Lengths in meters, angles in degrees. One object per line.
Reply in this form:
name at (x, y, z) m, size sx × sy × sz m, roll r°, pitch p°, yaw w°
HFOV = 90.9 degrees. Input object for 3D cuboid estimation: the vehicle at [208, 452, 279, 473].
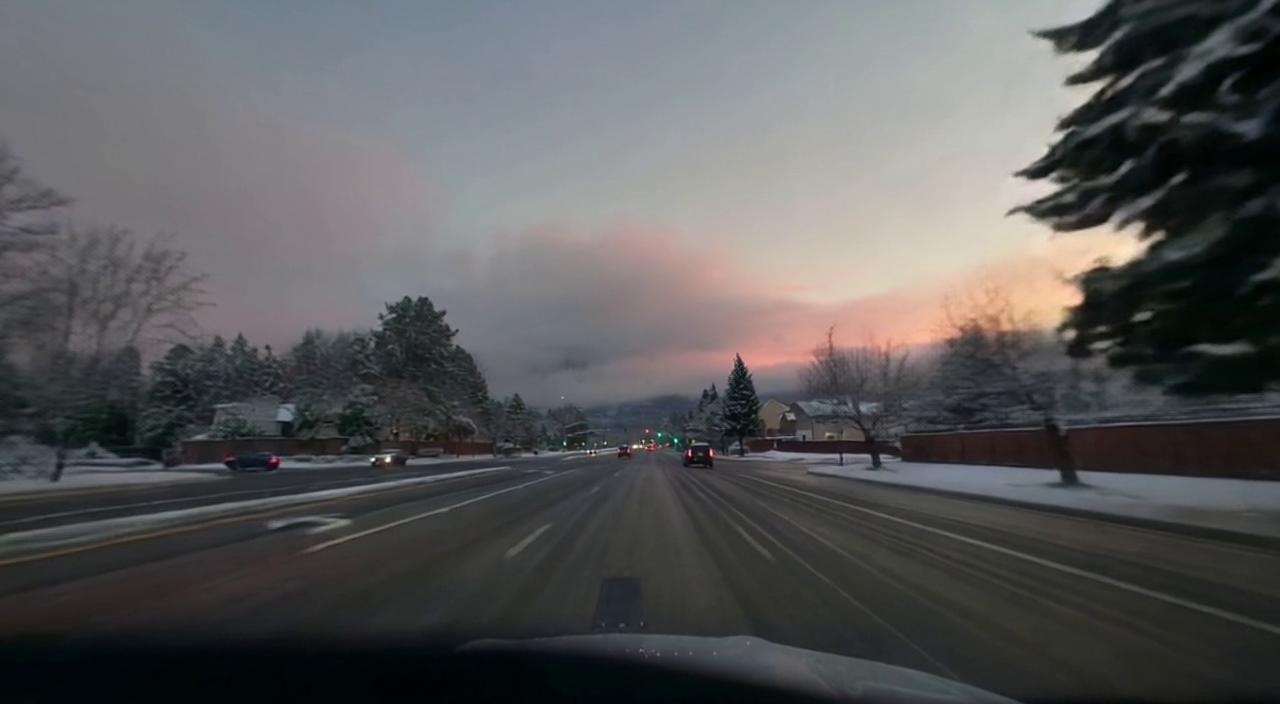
vehicle at (-28.922, 8.029, 45.952) m, size 4.317 × 1.476 × 1.910 m, roll -2°, pitch -9°, yaw 17°

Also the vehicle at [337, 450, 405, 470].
vehicle at (-20.584, 8.284, 48.325) m, size 4.351 × 1.489 × 1.890 m, roll 0°, pitch -8°, yaw 0°

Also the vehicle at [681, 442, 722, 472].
vehicle at (3.861, 6.668, 40.351) m, size 2.114 × 1.780 × 4.445 m, roll 0°, pitch -8°, yaw 0°
